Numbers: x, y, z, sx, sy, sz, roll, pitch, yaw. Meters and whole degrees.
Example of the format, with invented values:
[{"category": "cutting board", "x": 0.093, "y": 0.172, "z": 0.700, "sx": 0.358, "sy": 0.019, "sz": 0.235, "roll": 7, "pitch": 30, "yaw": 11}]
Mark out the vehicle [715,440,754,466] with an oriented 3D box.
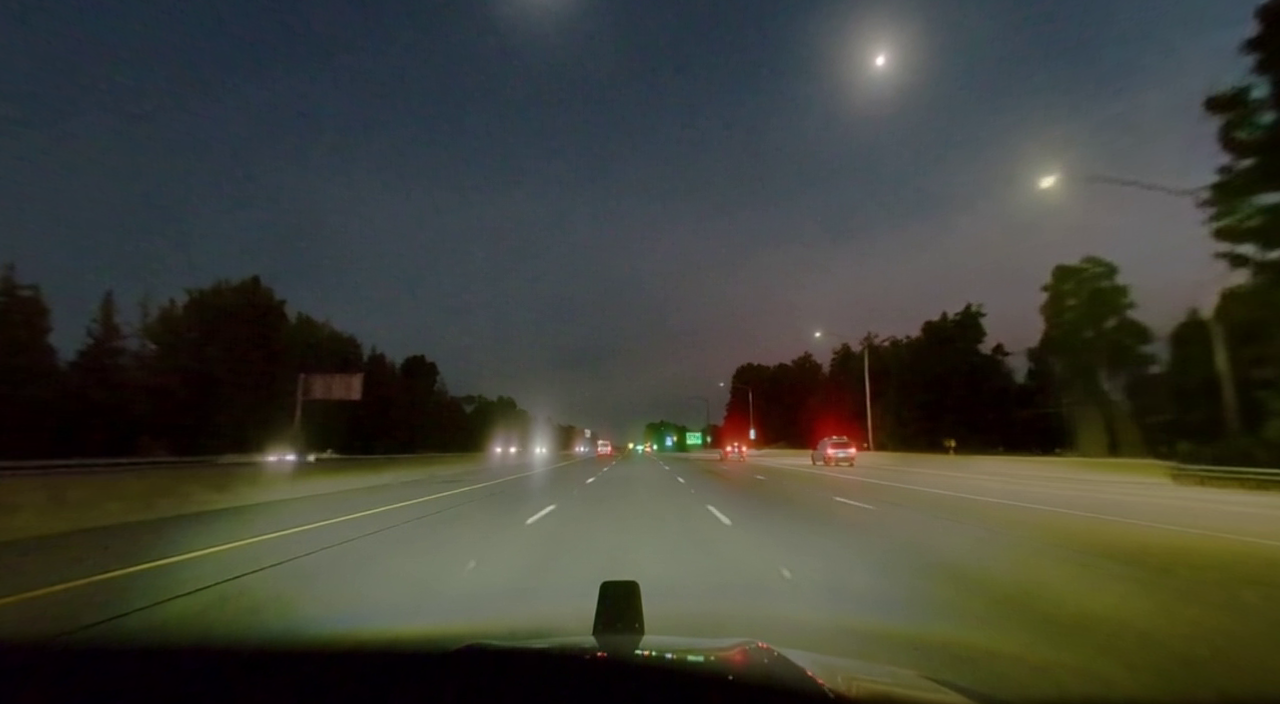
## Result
[{"category": "vehicle", "x": 6.558, "y": 7.079, "z": 44.254, "sx": 2.081, "sy": 1.705, "sz": 3.926, "roll": 0, "pitch": -9, "yaw": -1}]
